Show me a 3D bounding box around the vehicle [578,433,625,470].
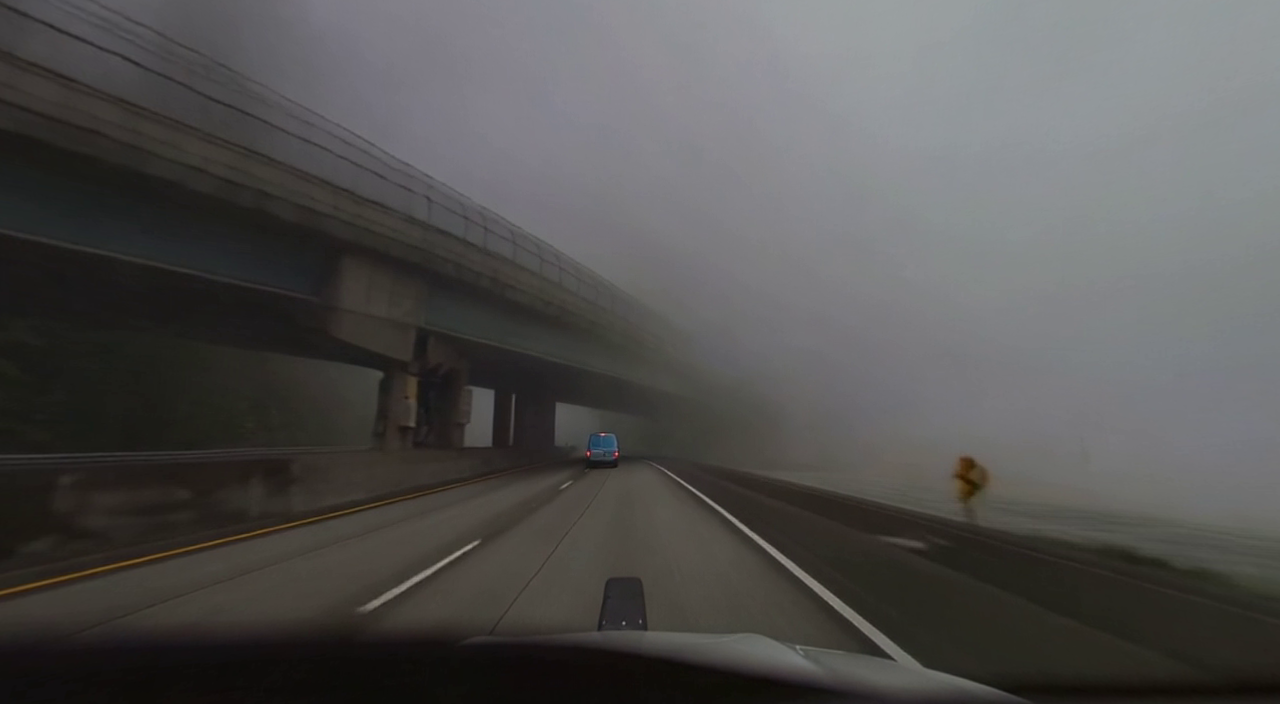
[{"bbox_3d":[-2.018,5.445,34.701,2.372,1.891,5.061,0,-8,-1],"label":"vehicle"}]
